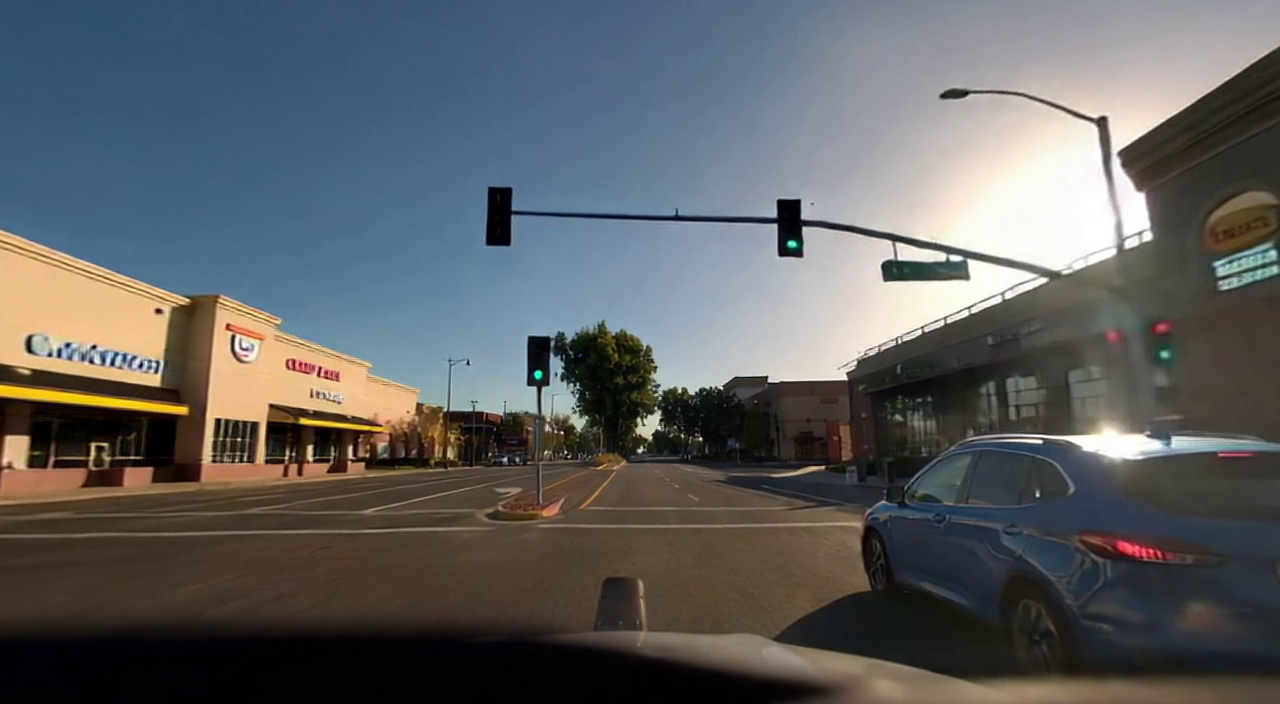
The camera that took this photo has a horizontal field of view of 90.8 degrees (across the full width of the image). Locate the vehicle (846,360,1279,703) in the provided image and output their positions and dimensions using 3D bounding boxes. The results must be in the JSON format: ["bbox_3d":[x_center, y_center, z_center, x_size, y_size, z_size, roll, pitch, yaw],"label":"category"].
[{"bbox_3d":[3.234,1.151,4.152,2.015,1.641,4.995,0,-9,-1],"label":"vehicle"}]
